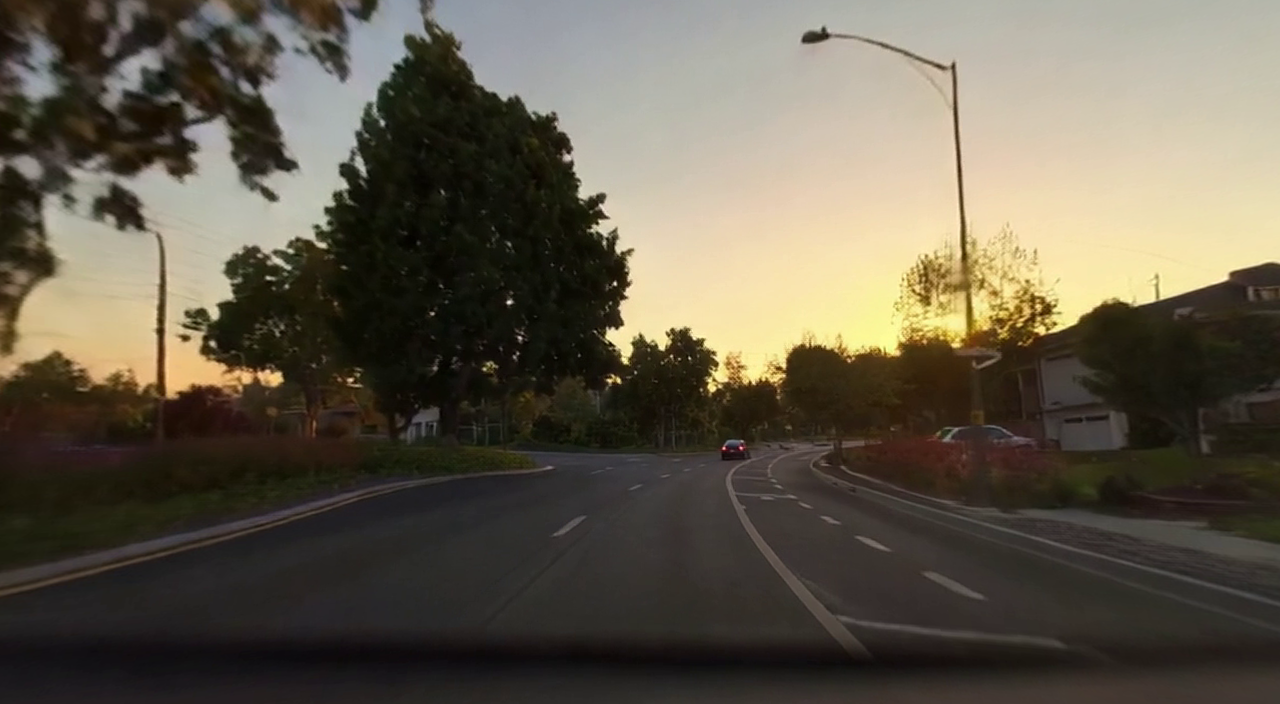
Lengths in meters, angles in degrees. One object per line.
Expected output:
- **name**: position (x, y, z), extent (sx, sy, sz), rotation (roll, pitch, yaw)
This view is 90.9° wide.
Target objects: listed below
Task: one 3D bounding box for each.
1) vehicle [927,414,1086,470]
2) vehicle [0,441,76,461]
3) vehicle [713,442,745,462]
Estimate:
- **vehicle**: position (13.983, 3.484, 24.389), extent (4.672, 2.044, 2.248), rotation (-1, -9, 9)
- **vehicle**: position (-47.233, 7.672, 49.019), extent (4.753, 1.513, 2.102), rotation (-1, -8, 4)
- **vehicle**: position (6.818, 7.579, 47.987), extent (2.050, 1.456, 4.003), rotation (-2, -9, 12)
